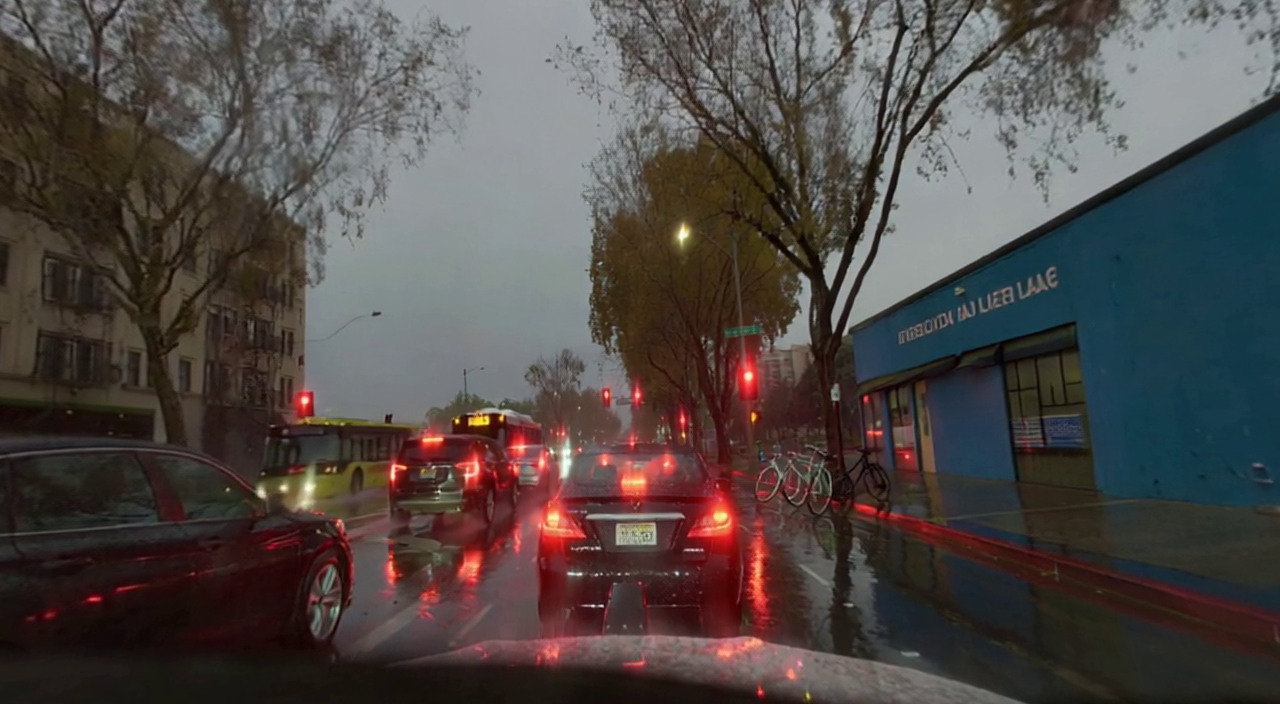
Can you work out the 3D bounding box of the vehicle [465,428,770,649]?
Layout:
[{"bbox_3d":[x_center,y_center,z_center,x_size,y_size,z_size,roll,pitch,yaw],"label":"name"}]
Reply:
[{"bbox_3d":[-0.138,1.527,6.171,2.031,1.461,3.763,0,-8,0],"label":"vehicle"}]

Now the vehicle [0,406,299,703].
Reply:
[{"bbox_3d":[-3.163,0.867,1.711,1.867,1.486,4.452,0,-8,2],"label":"vehicle"}]

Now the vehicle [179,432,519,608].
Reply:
[{"bbox_3d":[-2.913,1.760,7.636,1.944,1.481,4.385,0,-8,1],"label":"vehicle"}]
